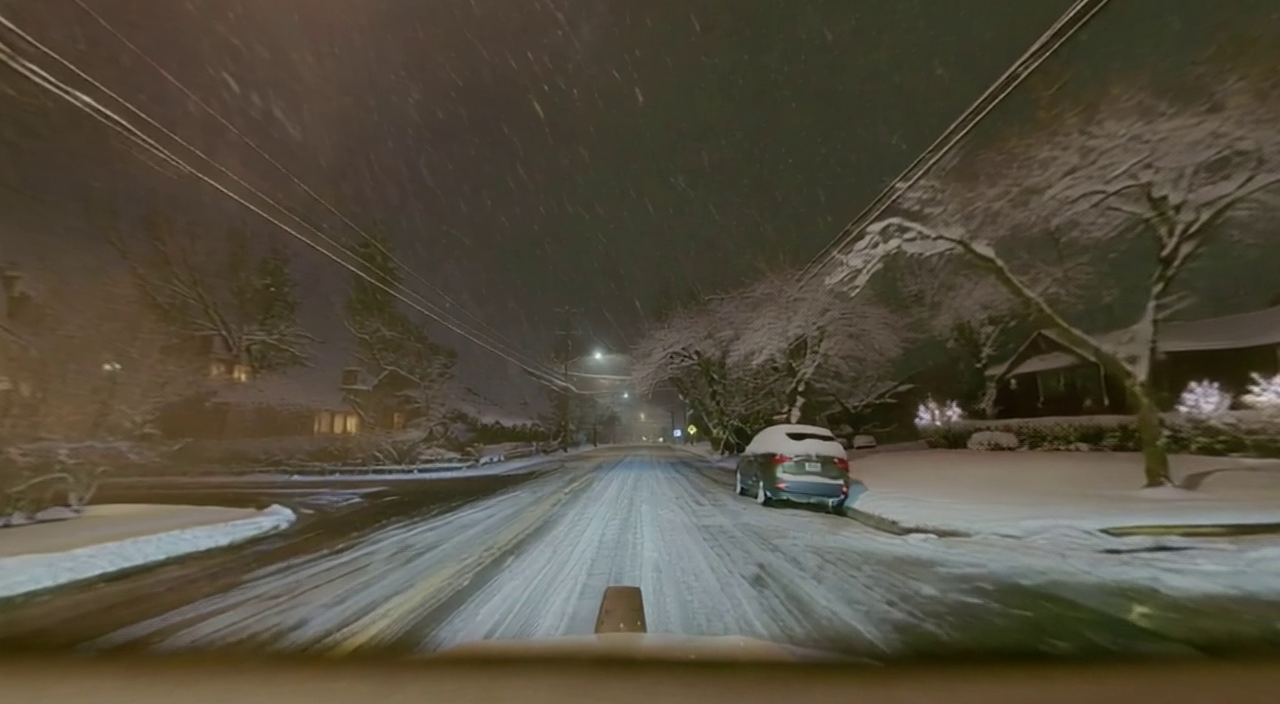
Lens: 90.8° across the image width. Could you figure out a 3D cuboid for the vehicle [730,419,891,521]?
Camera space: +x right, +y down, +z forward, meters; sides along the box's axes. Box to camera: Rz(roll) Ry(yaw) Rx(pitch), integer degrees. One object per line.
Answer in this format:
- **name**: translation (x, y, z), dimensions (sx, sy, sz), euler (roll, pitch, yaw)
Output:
- **vehicle**: translation (3.221, 2.336, 13.010), dimensions (2.086, 1.726, 4.384), euler (0, -8, 0)
